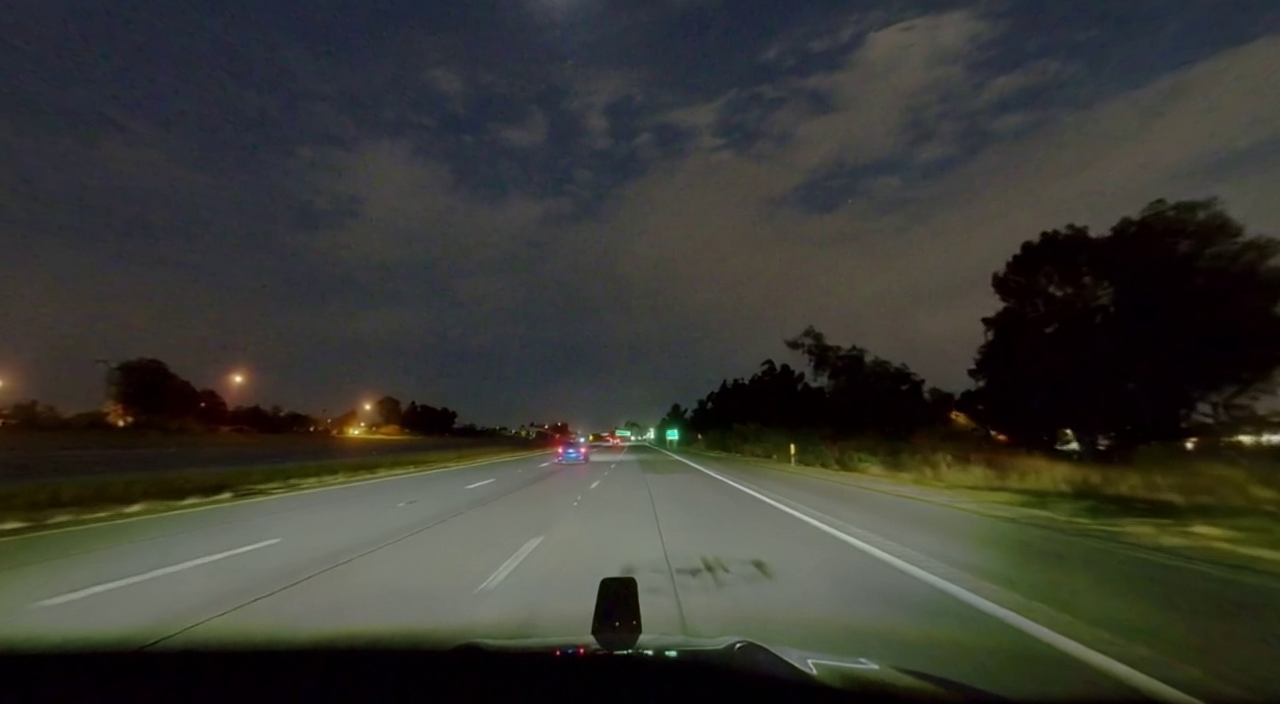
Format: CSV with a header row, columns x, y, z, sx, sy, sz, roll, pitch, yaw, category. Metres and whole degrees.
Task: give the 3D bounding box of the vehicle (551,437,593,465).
x,y,z,sx,sy,sz,roll,pitch,yaw,category
-3.939,5.766,36.992,2.008,1.567,3.959,0,-8,0,vehicle
